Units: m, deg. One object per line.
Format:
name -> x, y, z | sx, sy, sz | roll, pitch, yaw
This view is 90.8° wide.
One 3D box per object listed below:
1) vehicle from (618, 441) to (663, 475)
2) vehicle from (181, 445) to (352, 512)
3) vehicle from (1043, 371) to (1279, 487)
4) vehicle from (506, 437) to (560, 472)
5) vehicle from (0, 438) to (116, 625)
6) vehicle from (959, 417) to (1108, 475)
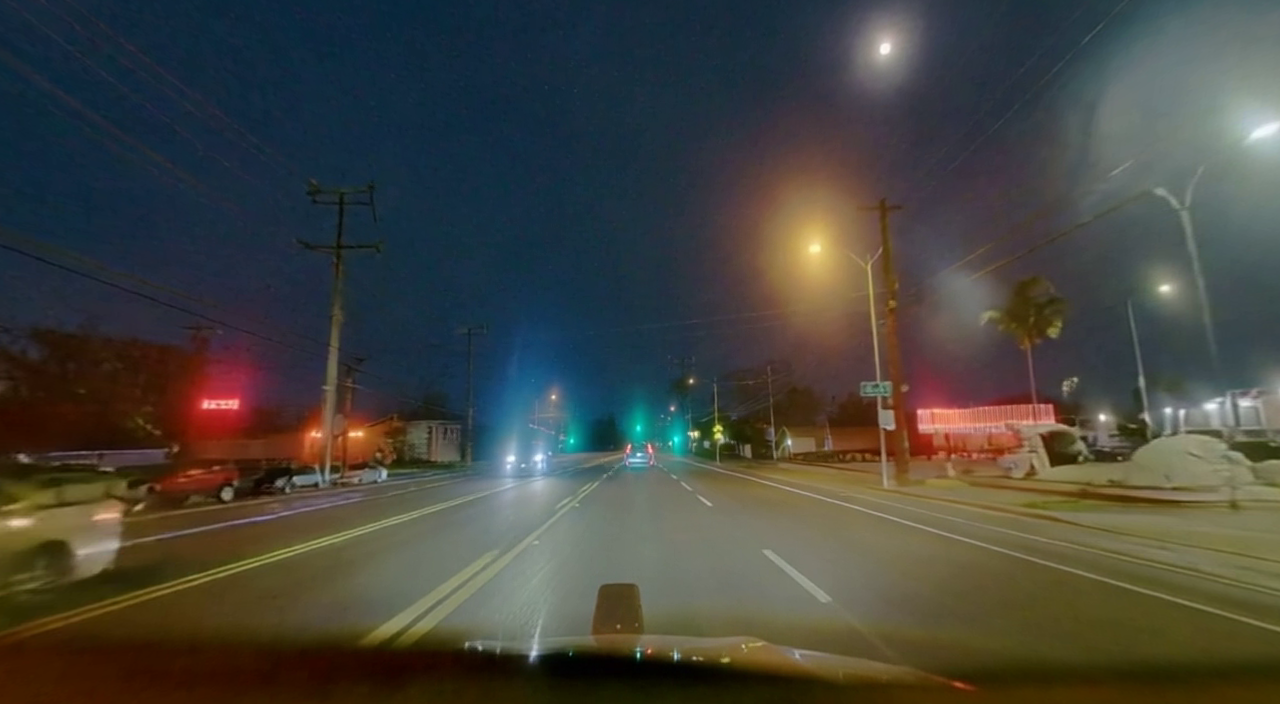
vehicle -> 0.033, 5.228, 31.434 | 2.067, 1.547, 4.513 | 0, -8, 0
vehicle -> -9.689, 3.273, 16.859 | 2.073, 1.533, 4.020 | 0, -8, 0
vehicle -> 14.039, 2.139, 17.031 | 2.449, 2.564, 5.877 | 0, -8, 1
vehicle -> -6.506, 6.295, 39.068 | 2.338, 1.934, 5.605 | 0, -8, 0
vehicle -> -6.049, 1.260, 3.880 | 1.923, 1.472, 4.342 | 0, -8, 0
vehicle -> 14.340, 3.503, 23.574 | 2.092, 1.881, 5.629 | -1, -8, 2
